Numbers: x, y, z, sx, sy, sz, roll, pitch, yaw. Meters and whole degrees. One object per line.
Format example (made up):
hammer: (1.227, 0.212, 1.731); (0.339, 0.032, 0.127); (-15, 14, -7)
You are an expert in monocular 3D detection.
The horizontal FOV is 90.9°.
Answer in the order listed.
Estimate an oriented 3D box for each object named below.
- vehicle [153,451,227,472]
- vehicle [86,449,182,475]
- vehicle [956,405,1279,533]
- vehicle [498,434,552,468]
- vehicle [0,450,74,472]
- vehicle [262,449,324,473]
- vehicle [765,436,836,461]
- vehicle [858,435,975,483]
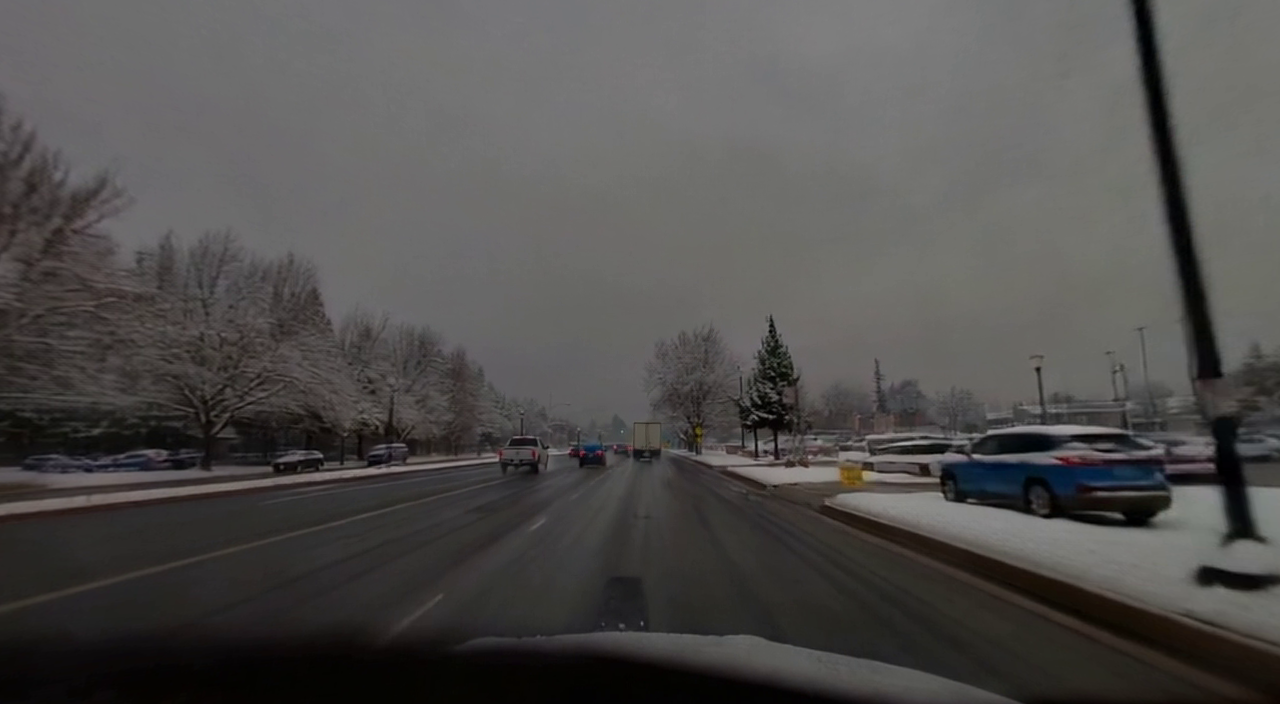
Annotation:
vehicle: (-33.474, 8.134, 46.960); (4.071, 1.495, 1.741); (0, -8, -1)
vehicle: (-33.486, 7.297, 41.801); (4.462, 1.613, 2.046); (0, -9, -2)
vehicle: (8.093, 1.974, 11.182); (2.057, 1.750, 4.679); (1, -9, -8)
vehicle: (-6.782, 5.942, 37.911); (2.149, 1.893, 5.187); (0, -8, 1)
vehicle: (-45.958, 8.212, 47.628); (4.399, 1.597, 1.847); (0, -9, 0)
vehicle: (-25.896, 8.112, 47.203); (1.918, 1.687, 4.653); (0, -9, 1)
vehicle: (11.554, 6.991, 45.662); (4.655, 1.688, 1.876); (0, -9, 1)
vehicle: (9.561, 3.734, 22.329); (2.097, 1.497, 4.685); (0, -9, 1)
